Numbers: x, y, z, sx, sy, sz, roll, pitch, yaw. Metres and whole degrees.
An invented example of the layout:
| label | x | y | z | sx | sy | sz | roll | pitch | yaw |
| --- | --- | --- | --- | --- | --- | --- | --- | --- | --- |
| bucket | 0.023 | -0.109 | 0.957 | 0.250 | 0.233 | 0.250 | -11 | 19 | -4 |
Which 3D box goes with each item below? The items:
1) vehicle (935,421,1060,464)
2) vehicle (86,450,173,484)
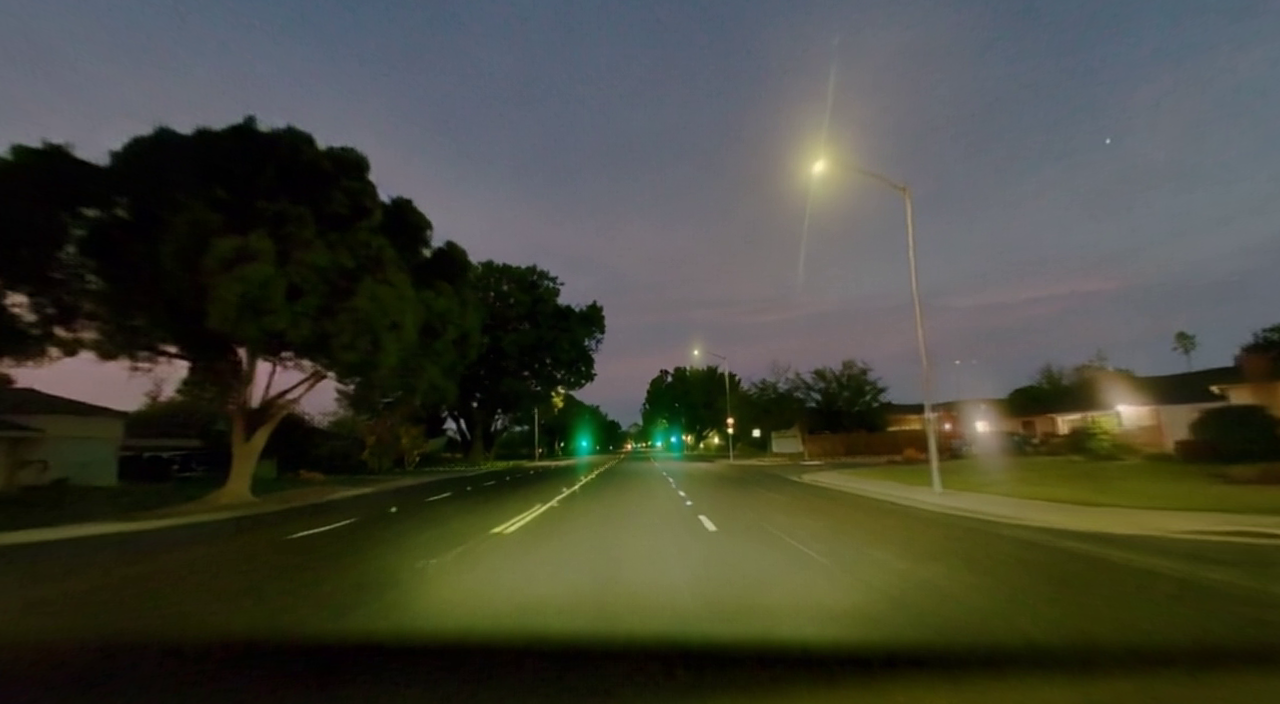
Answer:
| label | x | y | z | sx | sy | sz | roll | pitch | yaw |
| --- | --- | --- | --- | --- | --- | --- | --- | --- | --- |
| vehicle | 21.326 | 5.455 | 37.865 | 6.048 | 2.416 | 2.158 | -1 | -9 | 1 |
| vehicle | -28.153 | 6.308 | 34.834 | 4.542 | 1.700 | 2.201 | -6 | -10 | 31 |
